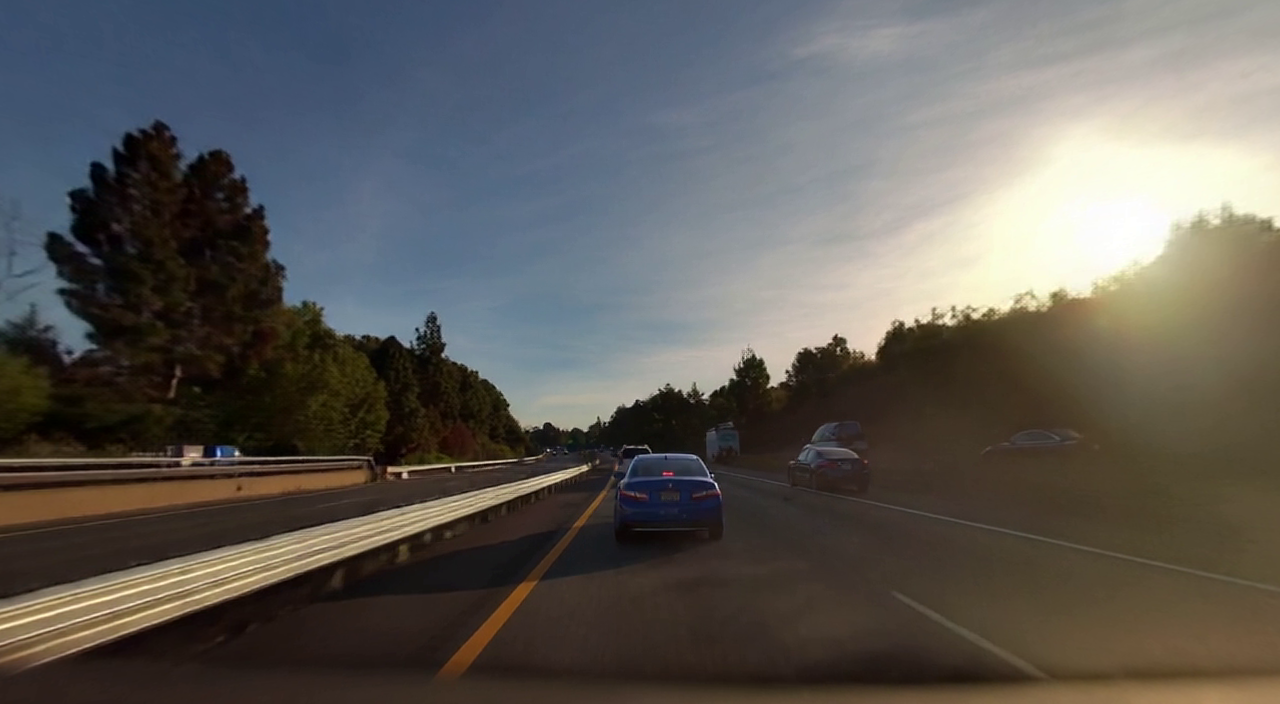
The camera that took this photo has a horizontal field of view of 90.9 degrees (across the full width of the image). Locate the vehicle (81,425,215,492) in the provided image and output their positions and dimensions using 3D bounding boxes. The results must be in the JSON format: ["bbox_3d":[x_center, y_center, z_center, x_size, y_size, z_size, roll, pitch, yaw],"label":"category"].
[{"bbox_3d":[-33.552,7.251,43.489,2.902,3.981,7.819,-3,-8,0],"label":"vehicle"}]

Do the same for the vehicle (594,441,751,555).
[{"bbox_3d":[0.412,2.237,10.289,2.076,1.485,3.774,0,-9,0],"label":"vehicle"}]

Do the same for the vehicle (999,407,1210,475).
[{"bbox_3d":[31.501,6.381,44.329,2.822,3.996,14.073,1,-9,-7],"label":"vehicle"}]

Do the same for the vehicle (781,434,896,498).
[{"bbox_3d":[6.273,3.677,20.625,2.177,1.827,4.565,0,-9,-1],"label":"vehicle"}]
